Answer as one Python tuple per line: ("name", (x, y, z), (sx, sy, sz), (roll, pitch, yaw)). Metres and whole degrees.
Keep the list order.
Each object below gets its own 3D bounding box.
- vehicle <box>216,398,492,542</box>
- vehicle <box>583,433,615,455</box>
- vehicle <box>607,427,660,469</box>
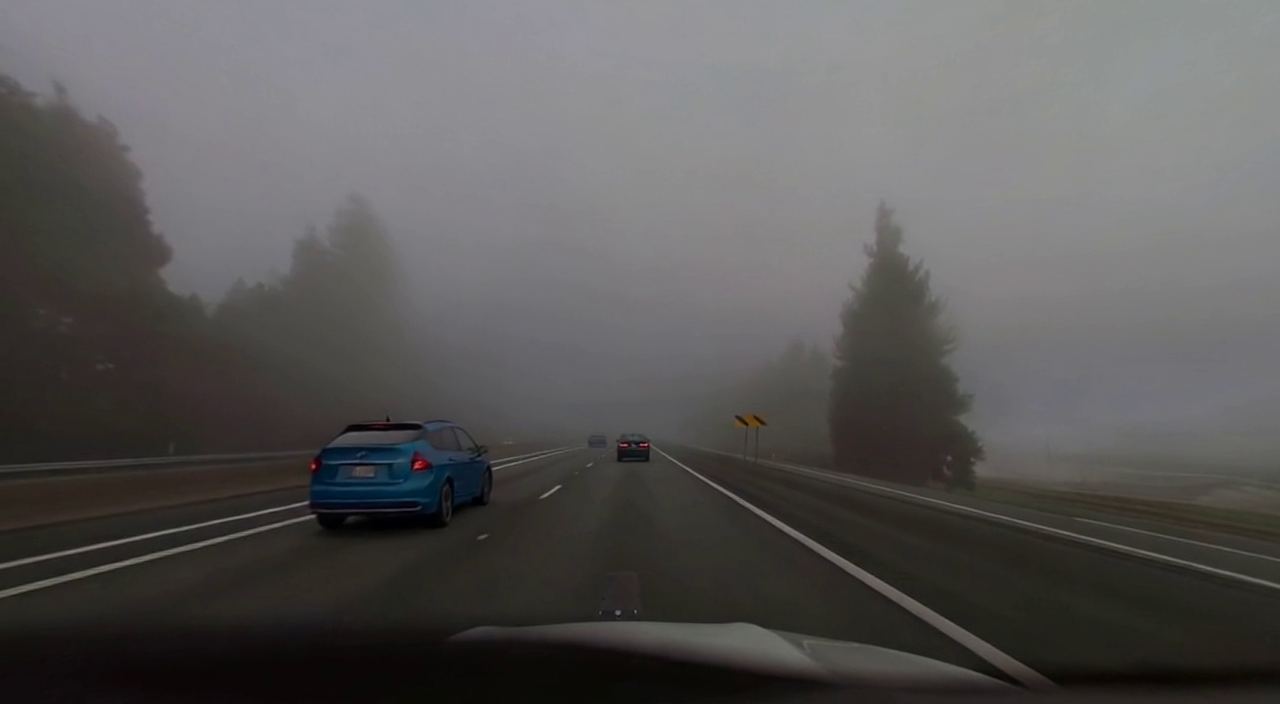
("vehicle", (-4.070, 1.779, 10.183), (2.251, 1.749, 4.820), (0, -8, -1))
("vehicle", (-3.001, 6.767, 46.432), (2.030, 1.491, 4.046), (0, -8, 1))
("vehicle", (-0.283, 4.172, 27.646), (2.134, 1.654, 4.174), (0, -8, -1))
